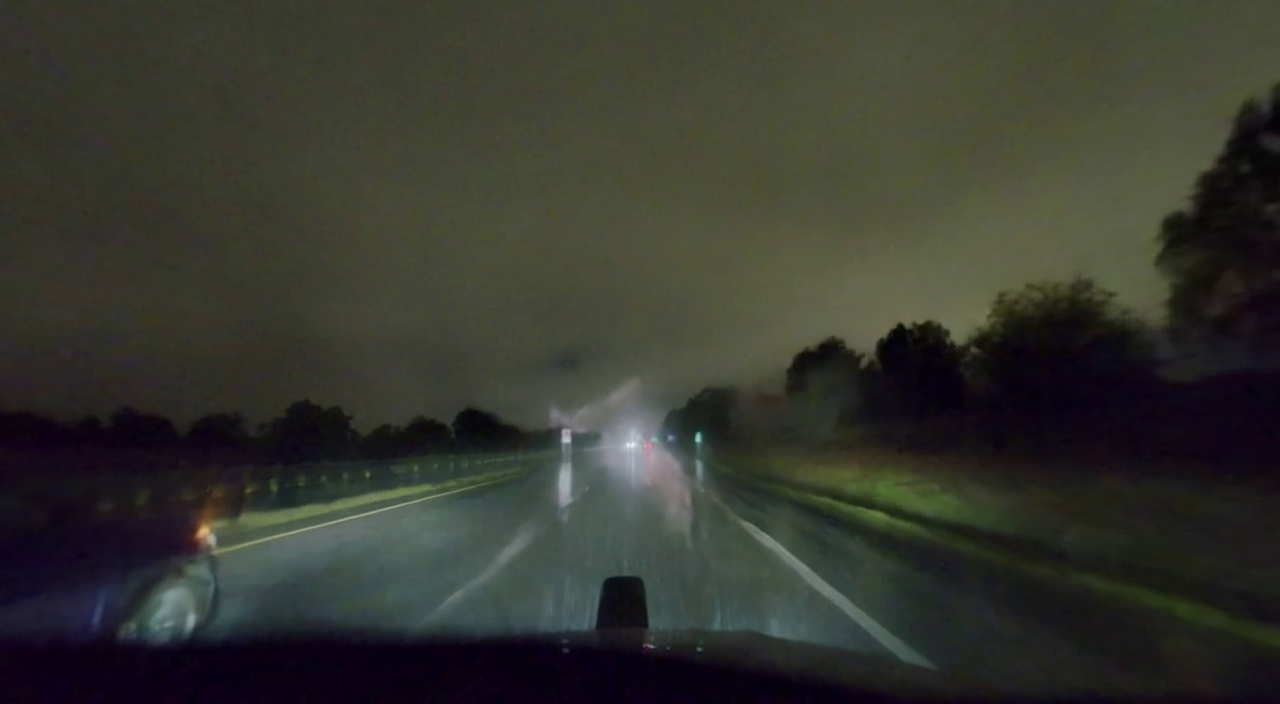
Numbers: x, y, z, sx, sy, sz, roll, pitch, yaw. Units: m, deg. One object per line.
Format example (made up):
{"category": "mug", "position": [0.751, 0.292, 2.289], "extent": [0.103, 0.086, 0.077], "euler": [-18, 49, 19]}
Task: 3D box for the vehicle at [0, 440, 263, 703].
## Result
{"category": "vehicle", "position": [-3.685, 0.966, 2.072], "extent": [2.096, 1.343, 4.503], "euler": [0, -8, 0]}
